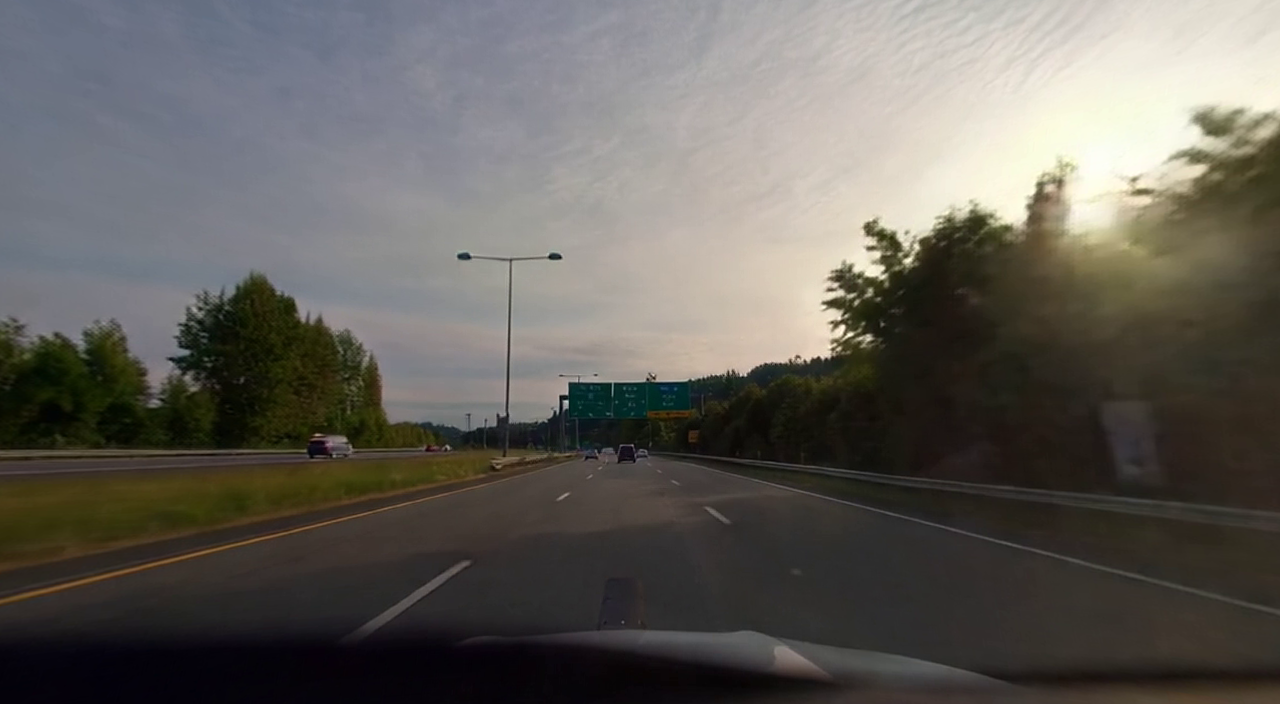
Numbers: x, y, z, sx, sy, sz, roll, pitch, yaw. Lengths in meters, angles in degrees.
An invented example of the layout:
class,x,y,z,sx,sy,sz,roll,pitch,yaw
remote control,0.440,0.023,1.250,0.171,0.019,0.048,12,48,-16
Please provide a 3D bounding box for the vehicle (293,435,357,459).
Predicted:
class,x,y,z,sx,sy,sz,roll,pitch,yaw
vehicle,-19.653,5.969,39.536,1.901,1.465,4.173,0,-9,-1
